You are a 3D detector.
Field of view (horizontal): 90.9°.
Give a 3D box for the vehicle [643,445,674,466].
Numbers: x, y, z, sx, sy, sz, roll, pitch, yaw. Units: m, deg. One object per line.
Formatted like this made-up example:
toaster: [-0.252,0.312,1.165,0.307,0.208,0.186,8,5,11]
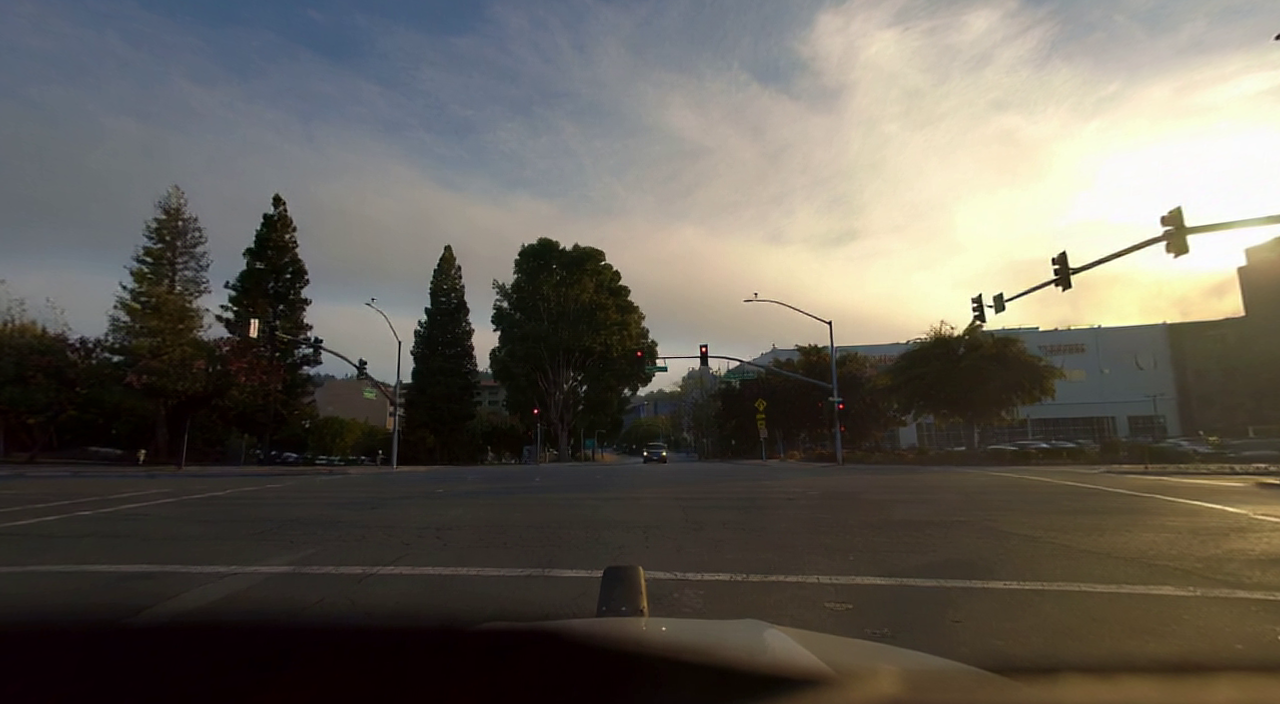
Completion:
vehicle: [1.310,7.620,46.462,2.132,1.449,4.235,0,-9,0]
